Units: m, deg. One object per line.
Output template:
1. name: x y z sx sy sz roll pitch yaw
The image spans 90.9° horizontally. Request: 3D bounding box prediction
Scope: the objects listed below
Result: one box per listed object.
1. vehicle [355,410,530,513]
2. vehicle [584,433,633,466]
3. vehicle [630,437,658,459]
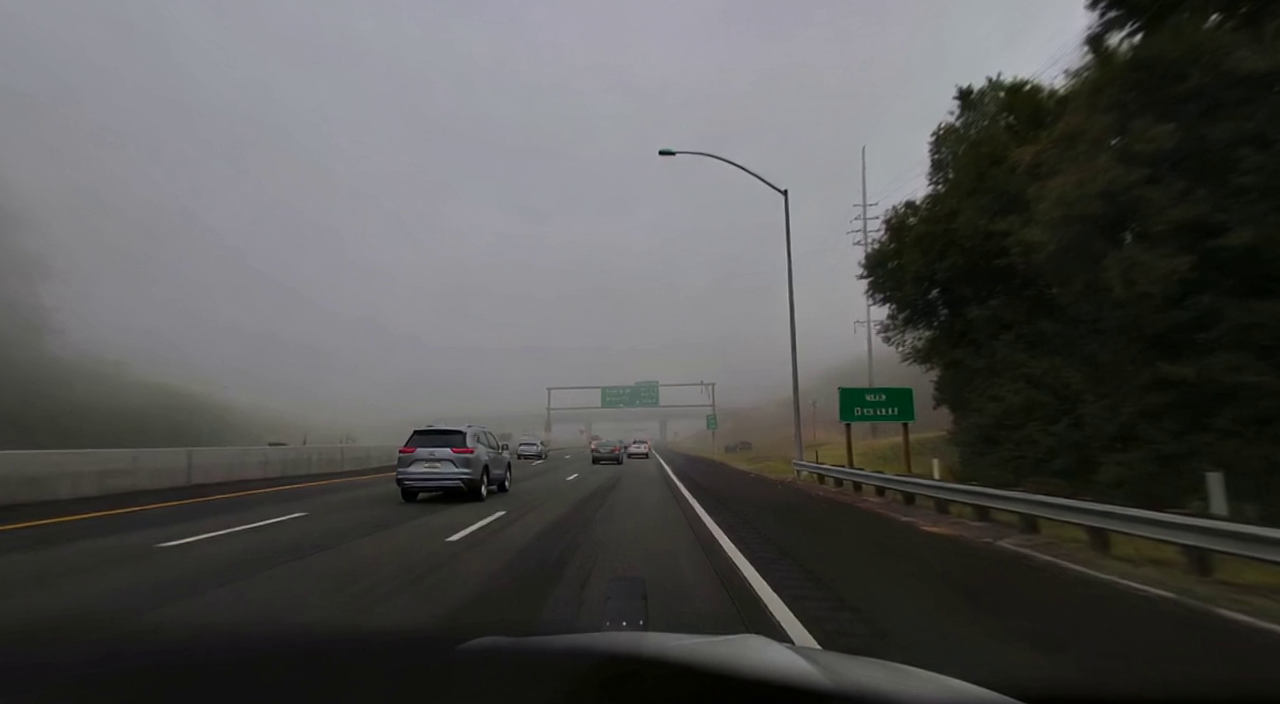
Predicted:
1. vehicle: -3.989 2.332 13.838 2.228 1.845 4.847 0 -8 1
2. vehicle: -1.645 5.346 34.624 2.193 1.651 3.946 -1 -8 5
3. vehicle: 0.280 6.738 44.123 1.855 1.450 3.716 0 -8 1
